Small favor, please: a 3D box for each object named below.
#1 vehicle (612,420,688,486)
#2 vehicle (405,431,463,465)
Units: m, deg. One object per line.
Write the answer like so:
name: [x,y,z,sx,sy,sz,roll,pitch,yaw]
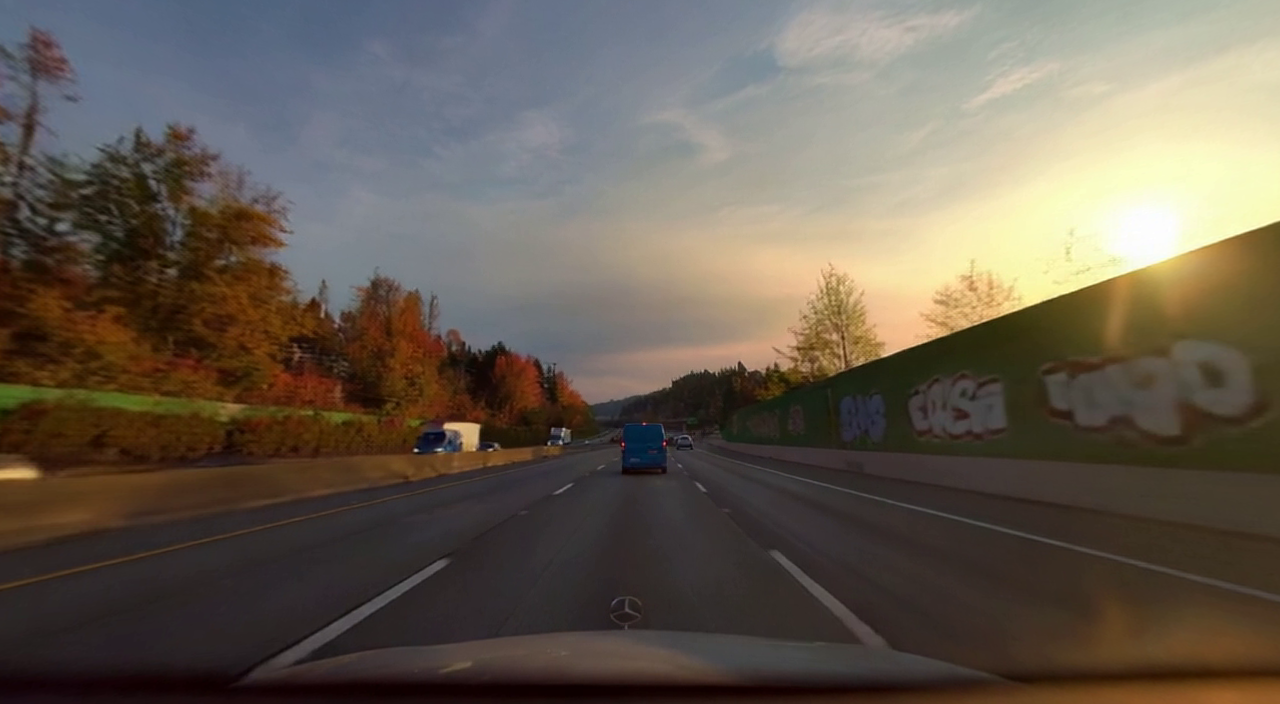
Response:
vehicle: [0.291,3.335,21.076,2.283,1.956,4.421,0,-8,0]
vehicle: [-16.241,7.596,49.880,2.401,2.471,5.918,0,-8,2]
